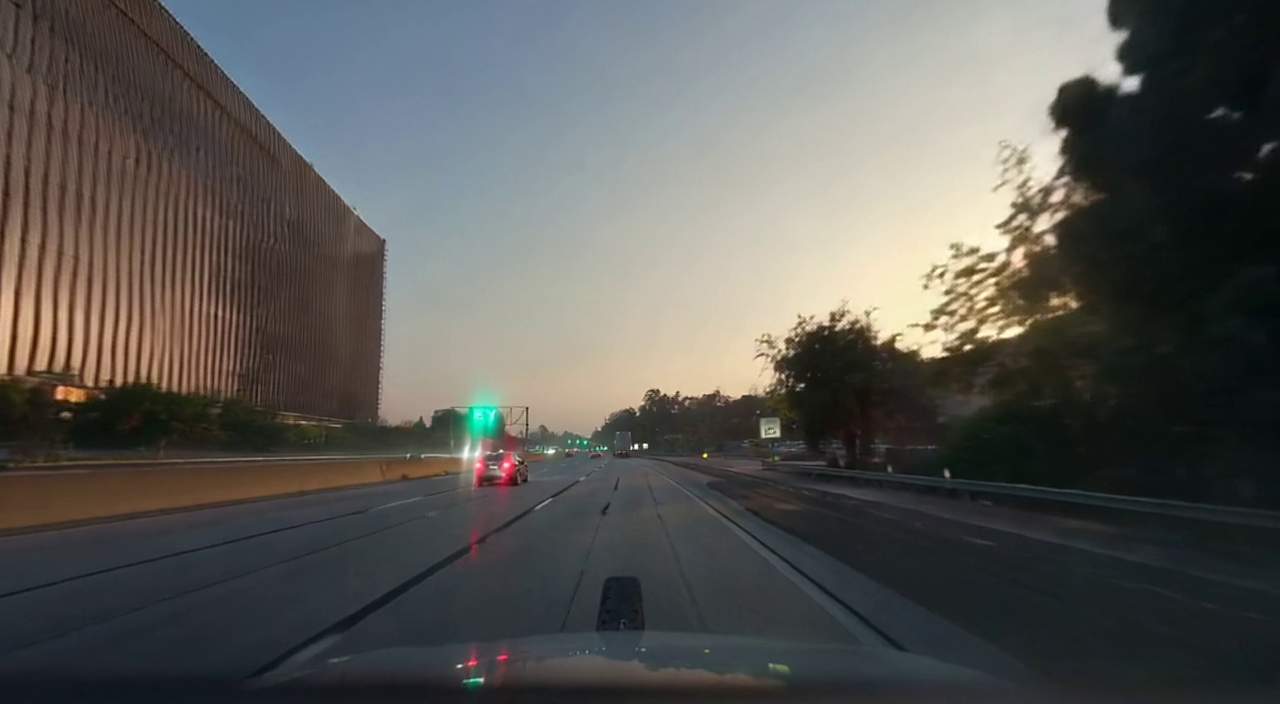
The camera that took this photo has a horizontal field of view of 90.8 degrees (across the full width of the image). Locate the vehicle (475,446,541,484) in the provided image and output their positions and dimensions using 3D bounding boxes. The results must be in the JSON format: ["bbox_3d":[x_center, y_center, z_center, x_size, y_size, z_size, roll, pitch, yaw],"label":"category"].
[{"bbox_3d":[-5.649,4.867,27.463,1.943,1.510,4.201,0,-9,0],"label":"vehicle"}]
